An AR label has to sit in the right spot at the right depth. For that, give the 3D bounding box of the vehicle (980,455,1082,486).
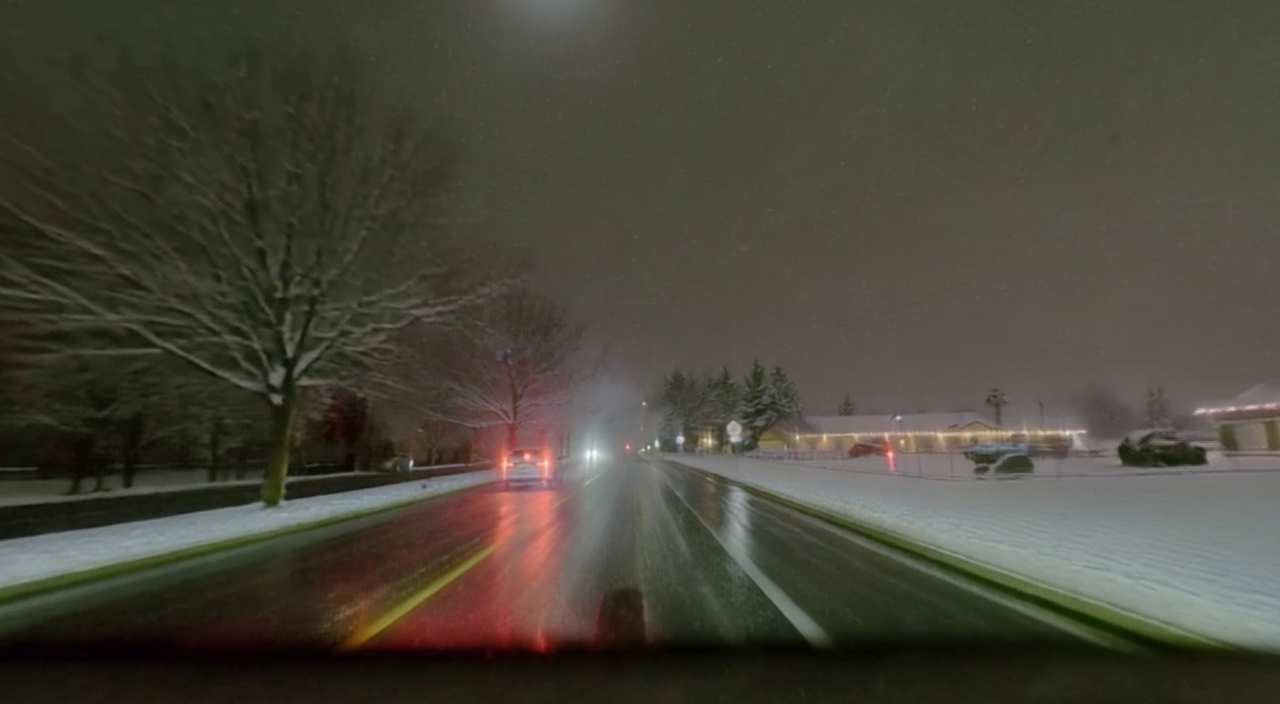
[{"bbox_3d":[19.363,5.859,31.376,3.870,1.459,1.869,1,-9,-6],"label":"vehicle"}]

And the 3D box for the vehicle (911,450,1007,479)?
[{"bbox_3d":[18.399,6.501,36.552,4.520,1.557,2.056,1,-9,-7],"label":"vehicle"}]

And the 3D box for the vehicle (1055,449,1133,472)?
[{"bbox_3d":[30.853,7.360,42.931,4.170,1.438,1.948,2,-9,-14],"label":"vehicle"}]

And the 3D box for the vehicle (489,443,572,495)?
[{"bbox_3d":[-3.556,3.871,21.265,2.030,1.550,3.925,0,-9,1],"label":"vehicle"}]
